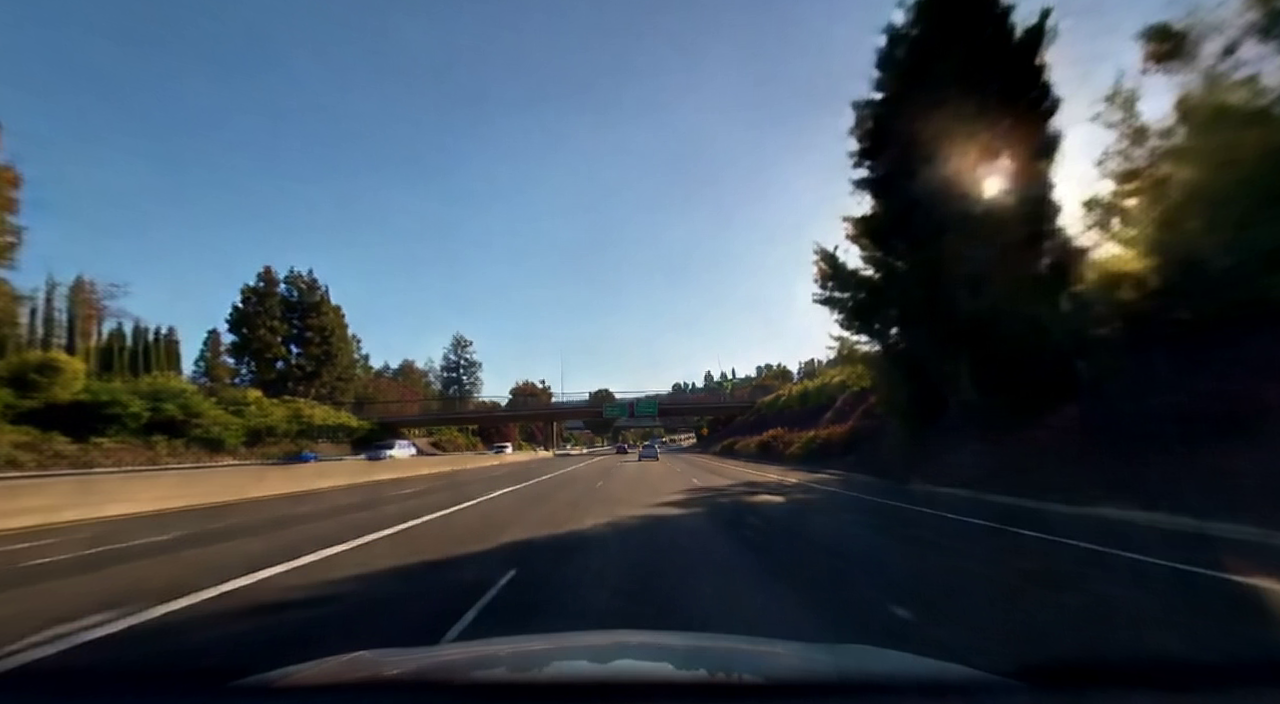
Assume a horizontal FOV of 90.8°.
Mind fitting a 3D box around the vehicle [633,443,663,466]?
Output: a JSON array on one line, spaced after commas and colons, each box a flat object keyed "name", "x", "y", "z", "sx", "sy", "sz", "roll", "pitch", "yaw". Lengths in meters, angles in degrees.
[{"name": "vehicle", "x": 0.509, "y": 7.033, "z": 43.578, "sx": 1.970, "sy": 1.477, "sz": 4.158, "roll": 0, "pitch": -9, "yaw": -1}]
